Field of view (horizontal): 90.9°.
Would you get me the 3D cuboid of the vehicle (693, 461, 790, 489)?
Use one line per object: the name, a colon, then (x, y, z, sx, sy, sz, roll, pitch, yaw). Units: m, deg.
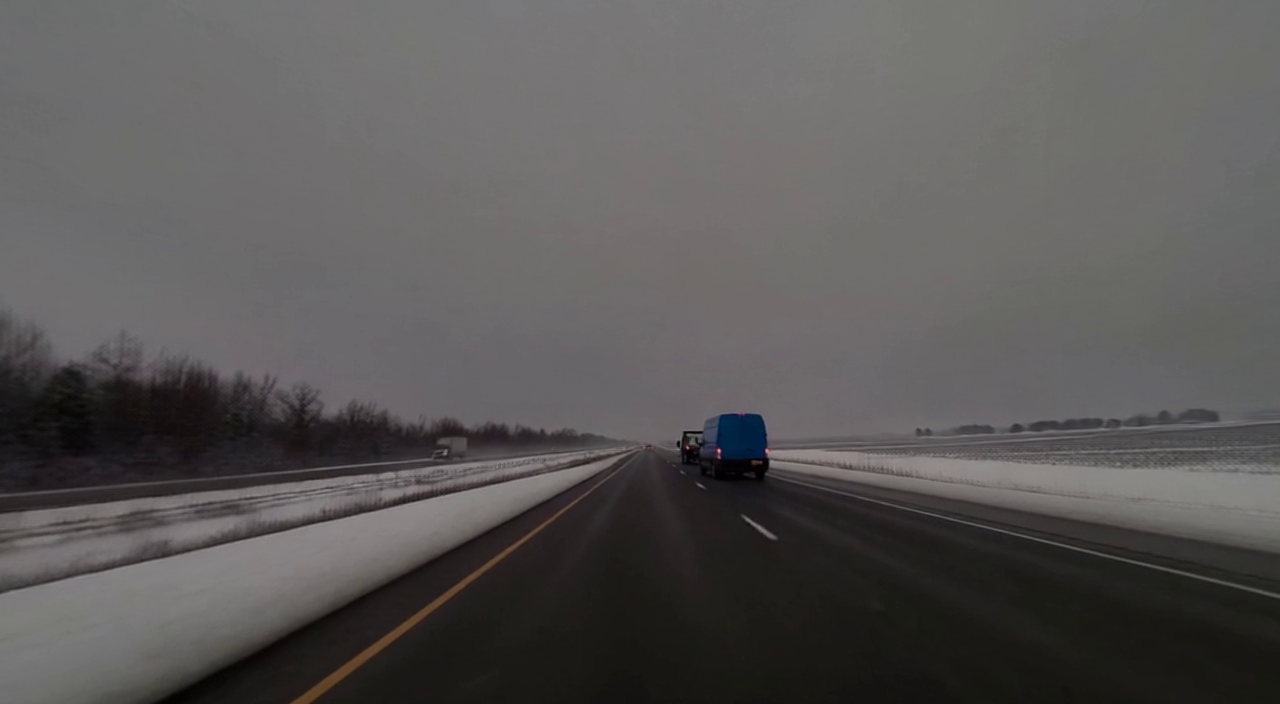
vehicle: (3.845, 4.877, 25.404, 2.702, 0.824, 6.391, 0, -9, -2)

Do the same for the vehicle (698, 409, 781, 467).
vehicle: (3.840, 3.528, 25.505, 2.444, 2.053, 5.616, -1, -9, 0)
